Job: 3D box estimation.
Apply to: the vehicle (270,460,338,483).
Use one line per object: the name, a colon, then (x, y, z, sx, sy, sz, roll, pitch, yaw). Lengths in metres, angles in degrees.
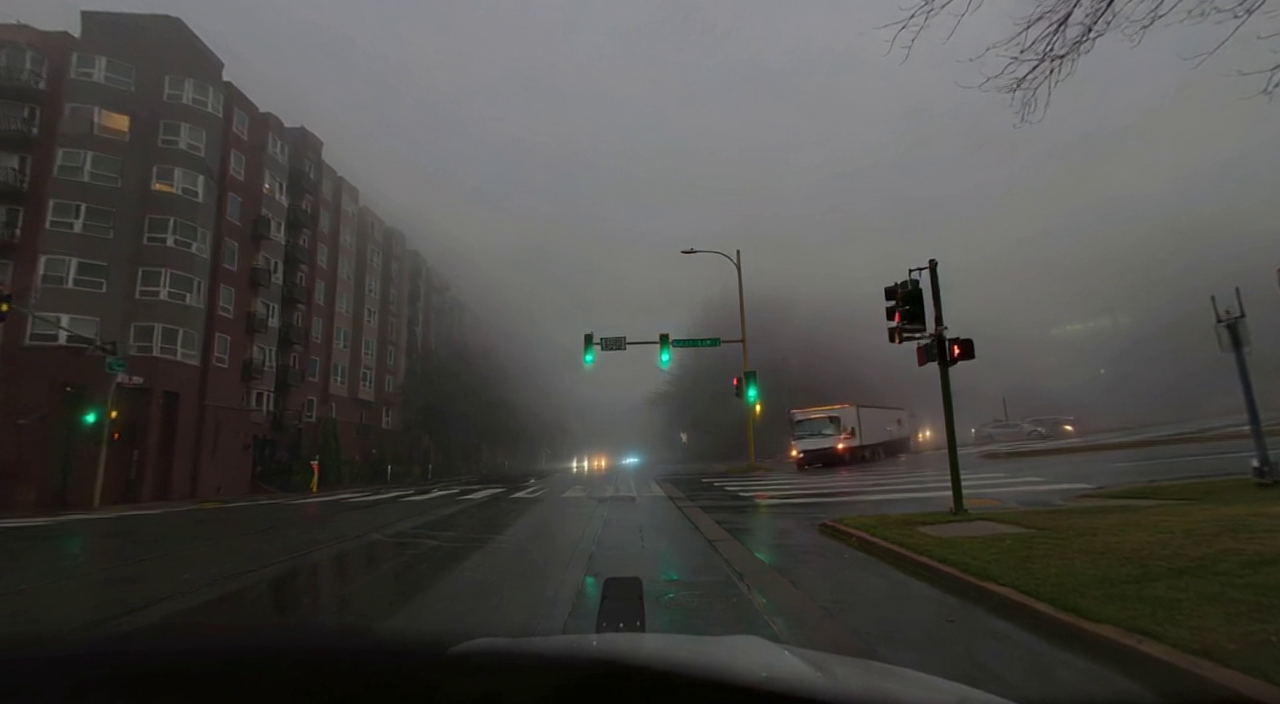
vehicle: (-24.667, 8.791, 46.291, 3.882, 1.600, 1.768, 0, -9, 2)

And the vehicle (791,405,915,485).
vehicle: (9.689, 4.170, 28.106, 2.948, 3.071, 7.295, -6, -11, 36)
